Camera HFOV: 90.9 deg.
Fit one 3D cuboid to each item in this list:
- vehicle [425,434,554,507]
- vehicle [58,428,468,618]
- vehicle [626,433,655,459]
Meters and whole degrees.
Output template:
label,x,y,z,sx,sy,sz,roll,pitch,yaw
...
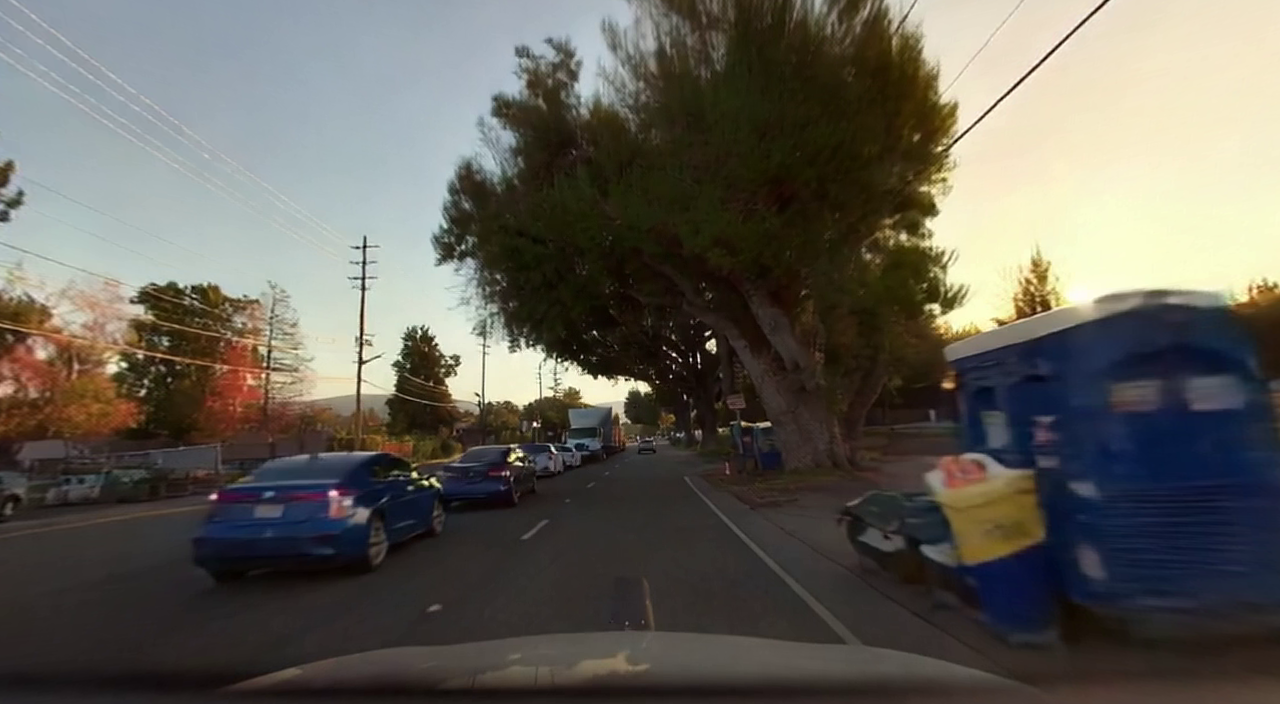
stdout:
label,x,y,z,sx,sy,sz,roll,pitch,yaw
vehicle,-3.403,2.769,15.244,1.972,1.486,4.547,0,-8,1
vehicle,-3.517,1.642,7.040,1.998,1.466,4.124,0,-8,0
vehicle,0.013,7.287,48.817,2.117,1.861,4.095,0,-8,0
